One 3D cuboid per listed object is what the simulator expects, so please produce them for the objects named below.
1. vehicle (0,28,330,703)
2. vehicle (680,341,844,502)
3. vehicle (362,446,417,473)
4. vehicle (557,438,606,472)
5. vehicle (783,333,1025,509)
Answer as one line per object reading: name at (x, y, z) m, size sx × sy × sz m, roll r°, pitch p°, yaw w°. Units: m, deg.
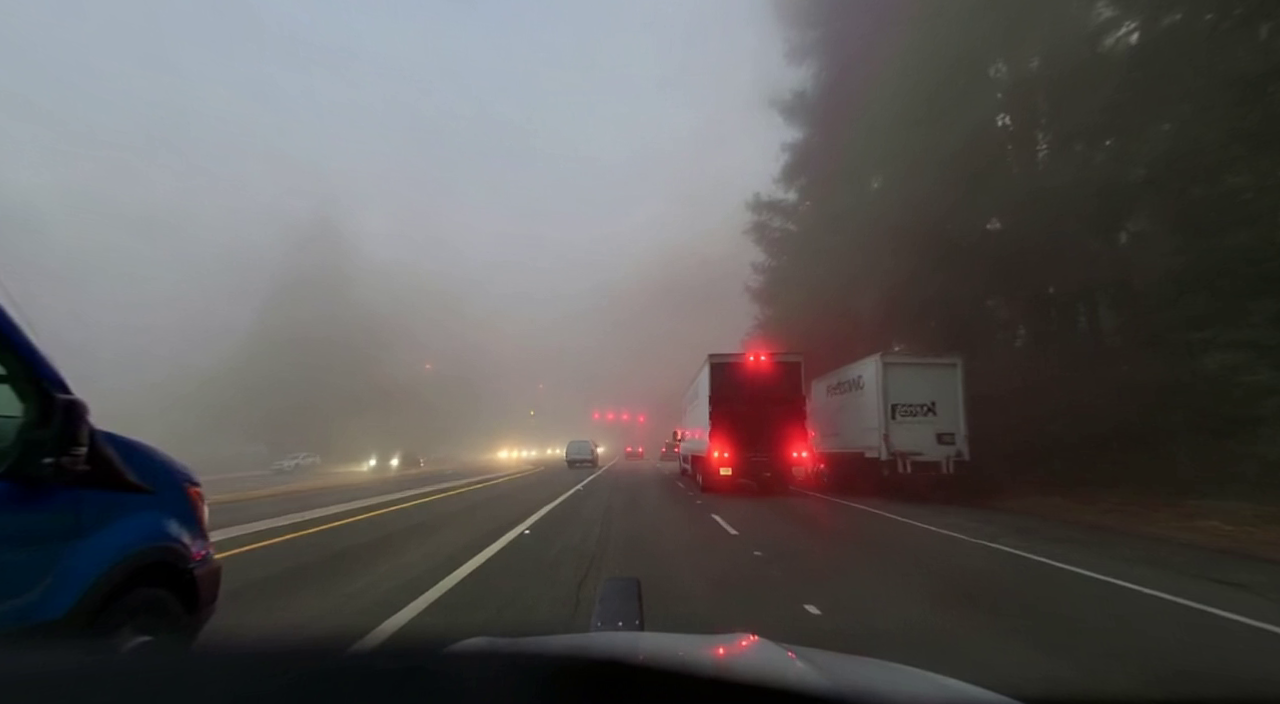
vehicle at (-3.446, 0.118, 1.069) m, size 2.443 × 2.784 × 6.493 m, roll 0°, pitch -9°, yaw 0°
vehicle at (2.956, 2.244, 18.801) m, size 2.861 × 3.525 × 9.858 m, roll 0°, pitch -9°, yaw 0°
vehicle at (-18.040, 7.734, 45.683) m, size 2.053 × 1.773 × 4.649 m, roll 0°, pitch -9°, yaw 0°
vehicle at (-3.306, 5.986, 36.941) m, size 2.356 × 1.766 × 5.674 m, roll 0°, pitch -9°, yaw 0°
vehicle at (6.974, 2.233, 18.889) m, size 3.005 × 3.947 × 9.252 m, roll 0°, pitch -9°, yaw -1°
